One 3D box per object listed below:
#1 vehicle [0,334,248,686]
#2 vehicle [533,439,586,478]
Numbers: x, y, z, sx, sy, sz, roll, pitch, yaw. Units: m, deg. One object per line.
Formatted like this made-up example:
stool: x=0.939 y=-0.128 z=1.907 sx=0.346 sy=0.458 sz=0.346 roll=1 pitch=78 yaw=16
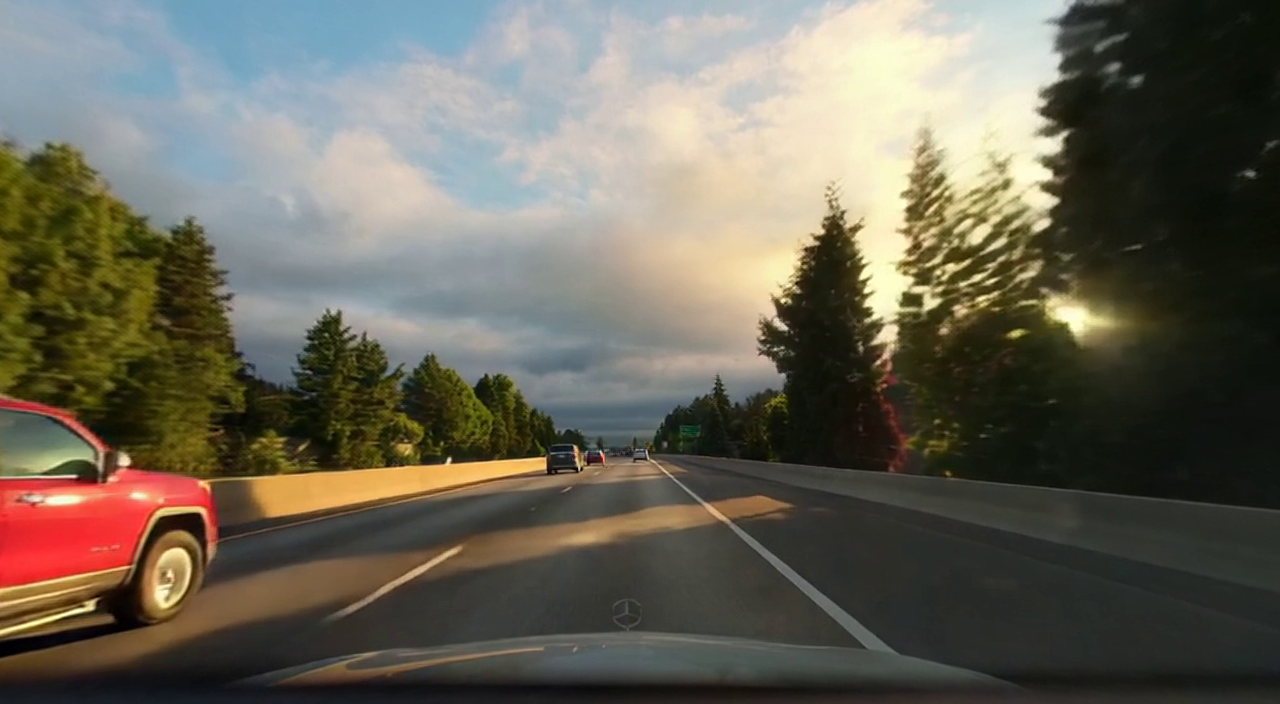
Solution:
vehicle: x=-4.622 y=0.847 z=3.271 sx=2.102 sy=1.941 sz=4.703 roll=0 pitch=-9 yaw=0
vehicle: x=-3.999 y=5.402 z=32.057 sx=2.056 sy=1.811 sz=4.202 roll=0 pitch=-9 yaw=1
